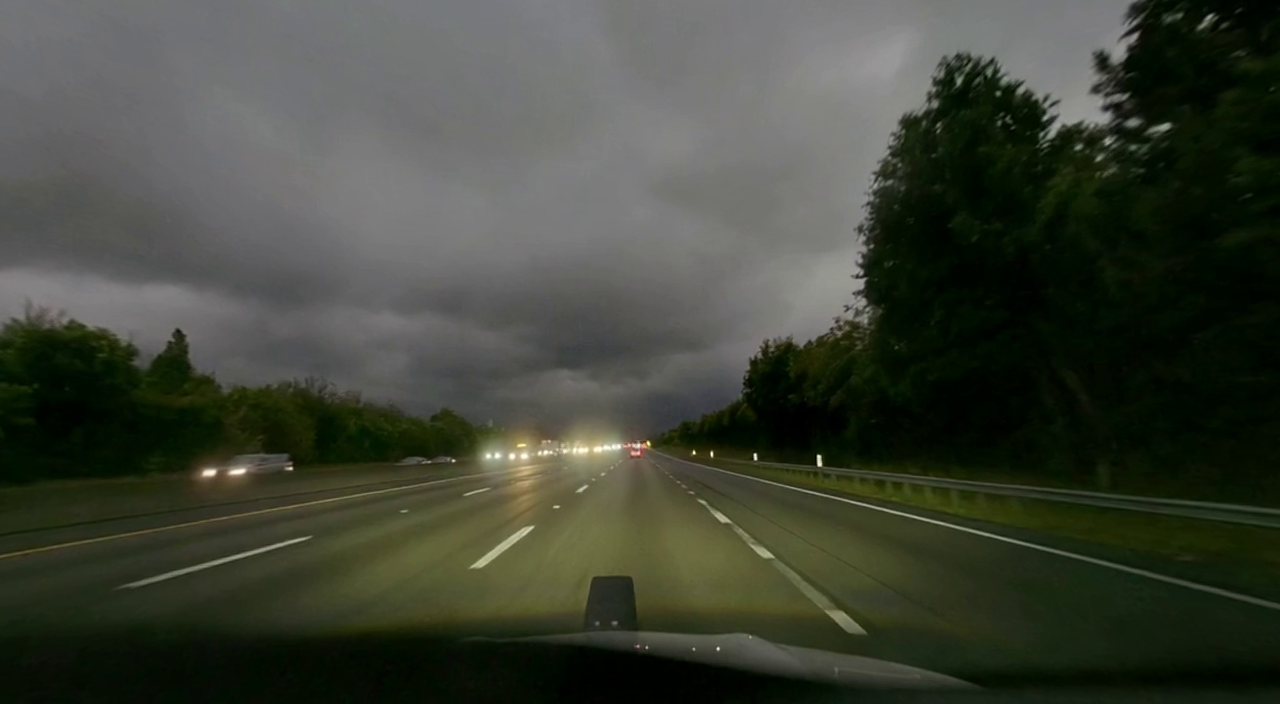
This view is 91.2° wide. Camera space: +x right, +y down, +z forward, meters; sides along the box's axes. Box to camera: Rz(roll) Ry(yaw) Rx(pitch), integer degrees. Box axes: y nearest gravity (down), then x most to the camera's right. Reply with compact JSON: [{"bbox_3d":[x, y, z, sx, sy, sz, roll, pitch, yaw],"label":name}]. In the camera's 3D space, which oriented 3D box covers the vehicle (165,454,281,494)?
[{"bbox_3d":[-18.273,5.309,27.759,1.907,1.561,4.611,0,-9,1],"label":"vehicle"}]
